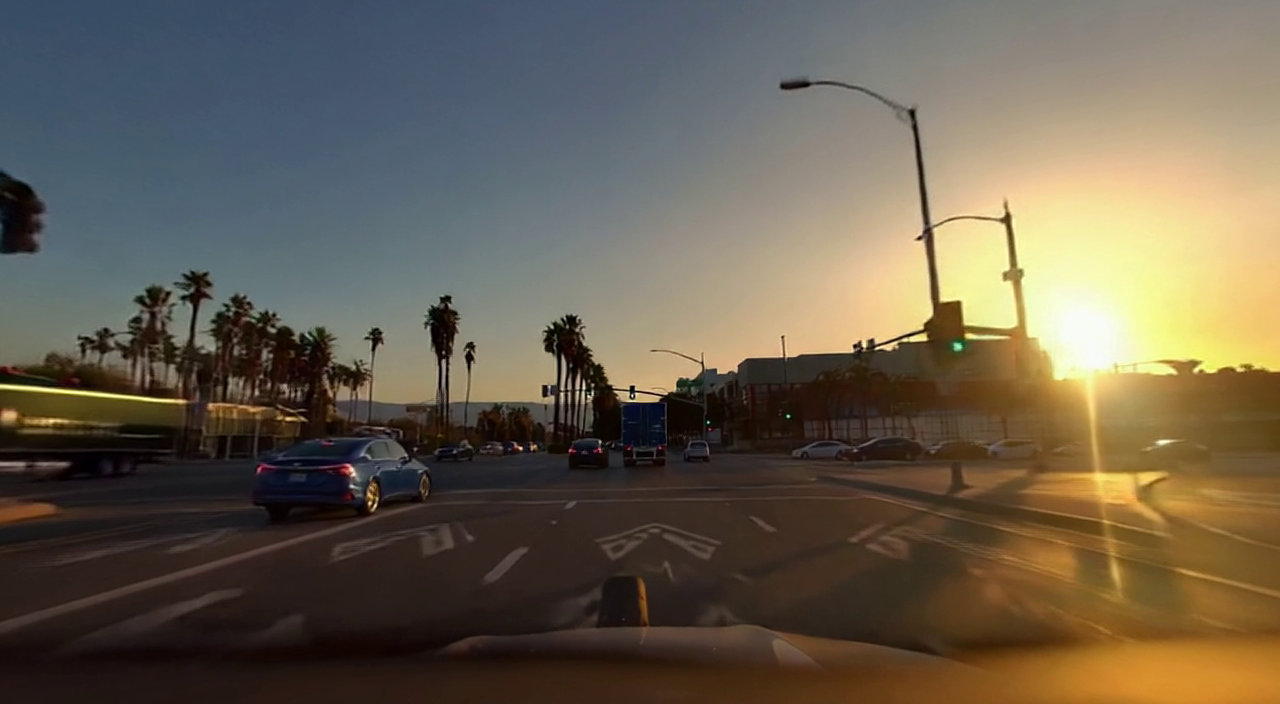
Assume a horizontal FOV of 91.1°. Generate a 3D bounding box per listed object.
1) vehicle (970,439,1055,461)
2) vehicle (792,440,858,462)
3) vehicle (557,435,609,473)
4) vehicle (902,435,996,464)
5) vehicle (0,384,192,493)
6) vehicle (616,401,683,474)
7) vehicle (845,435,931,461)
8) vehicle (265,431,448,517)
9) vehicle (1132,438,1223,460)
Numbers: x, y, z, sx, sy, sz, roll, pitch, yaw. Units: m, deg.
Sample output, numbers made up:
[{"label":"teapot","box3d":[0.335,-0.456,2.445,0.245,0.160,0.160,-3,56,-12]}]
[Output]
[{"label":"vehicle","box3d":[25.463,6.707,43.008,4.506,1.484,1.928,0,-9,0]},{"label":"vehicle","box3d":[14.683,7.879,49.960,4.568,1.485,1.936,-2,-11,0]},{"label":"vehicle","box3d":[-2.887,5.335,33.088,2.178,1.826,4.933,0,-9,1]},{"label":"vehicle","box3d":[19.524,6.195,39.756,4.831,1.529,1.966,-3,-10,0]},{"label":"vehicle","box3d":[-25.117,3.799,27.298,3.017,3.971,11.161,0,-9,0]},{"label":"vehicle","box3d":[0.483,4.330,31.487,2.993,3.235,6.692,0,-9,1]},{"label":"vehicle","box3d":[17.018,6.621,43.204,5.039,1.744,2.043,0,-9,0]},{"label":"vehicle","box3d":[-6.214,2.716,14.545,2.045,1.630,4.680,0,-9,0]},{"label":"vehicle","box3d":[36.536,6.597,42.756,4.337,1.487,1.949,0,-9,1]}]
